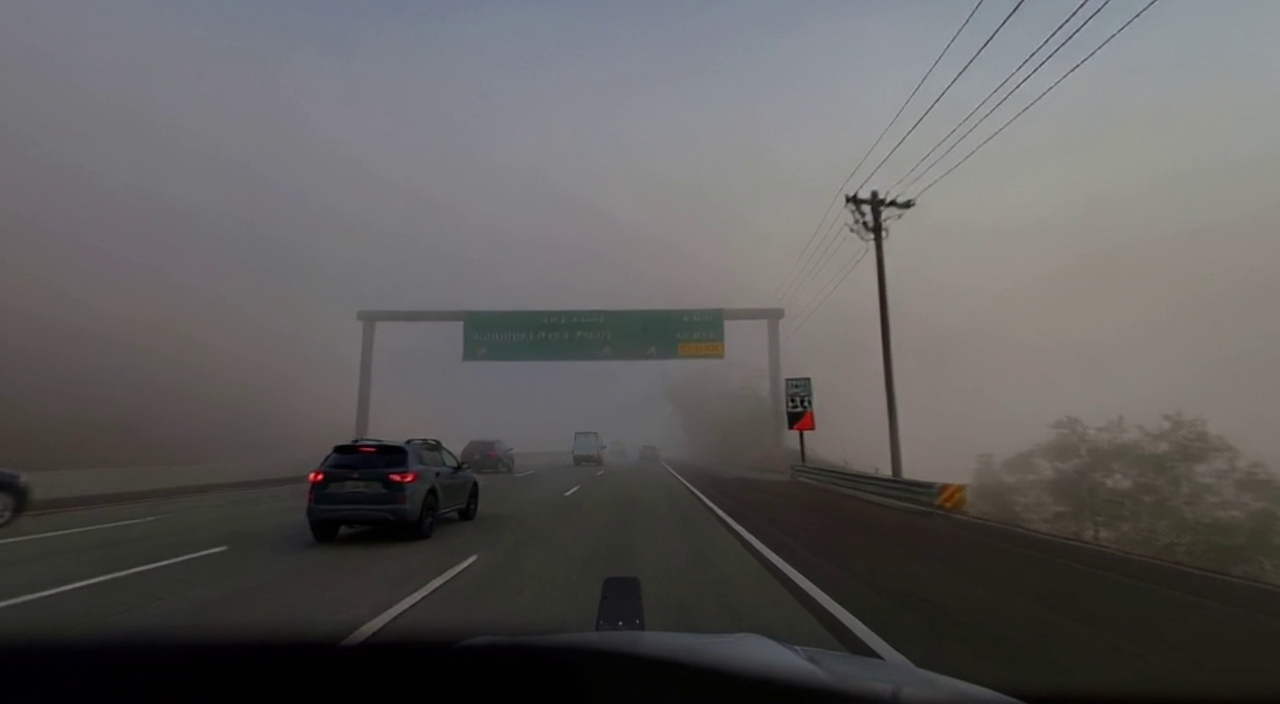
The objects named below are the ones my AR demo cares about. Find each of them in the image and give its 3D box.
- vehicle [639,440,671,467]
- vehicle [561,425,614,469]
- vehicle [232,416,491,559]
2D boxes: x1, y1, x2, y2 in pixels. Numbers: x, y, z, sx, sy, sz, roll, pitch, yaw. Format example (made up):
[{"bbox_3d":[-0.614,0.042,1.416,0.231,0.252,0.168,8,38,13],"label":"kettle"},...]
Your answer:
[{"bbox_3d":[1.010,6.843,42.556,2.038,1.677,4.219,0,-9,2],"label":"vehicle"},{"bbox_3d":[-3.643,6.972,46.235,2.915,2.885,9.394,0,-9,1],"label":"vehicle"},{"bbox_3d":[-3.820,1.930,9.629,1.976,1.688,4.124,0,-9,1],"label":"vehicle"}]
